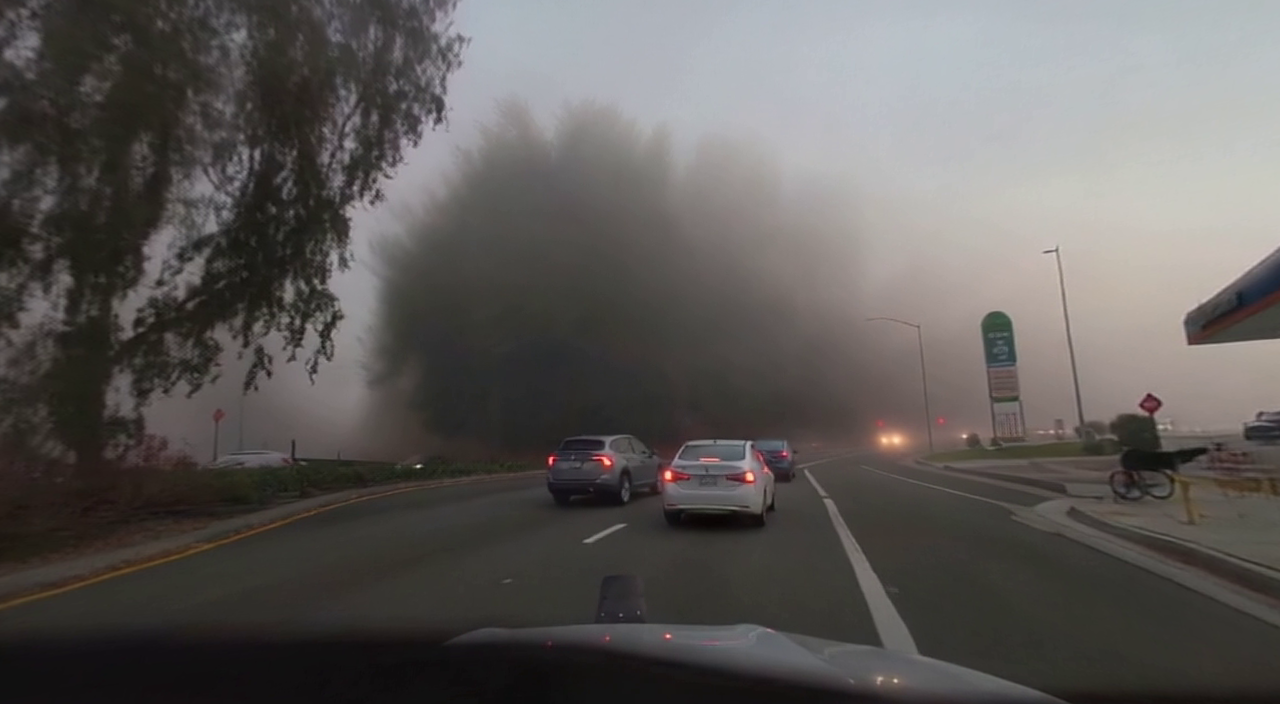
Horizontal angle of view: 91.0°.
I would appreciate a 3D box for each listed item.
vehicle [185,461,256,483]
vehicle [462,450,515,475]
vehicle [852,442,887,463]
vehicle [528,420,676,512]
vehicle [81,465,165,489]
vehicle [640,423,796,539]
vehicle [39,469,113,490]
[{"bbox_3d":[-31.807,9.057,47.697,4.507,1.533,1.999,-3,-9,19],"label":"vehicle"},{"bbox_3d":[-11.124,8.146,46.509,1.926,1.693,4.445,-2,-9,14],"label":"vehicle"},{"bbox_3d":[17.326,7.590,47.595,1.916,1.462,4.487,-2,-9,13],"label":"vehicle"},{"bbox_3d":[-0.656,2.602,14.813,2.102,1.774,4.662,-2,-9,15],"label":"vehicle"},{"bbox_3d":[-34.260,8.258,41.738,4.384,1.490,2.031,-2,-9,15],"label":"vehicle"},{"bbox_3d":[1.532,2.098,10.894,2.060,1.580,3.980,-2,-9,16],"label":"vehicle"},{"bbox_3d":[-41.771,9.427,46.686,1.603,1.398,3.616,-6,-10,27],"label":"vehicle"}]
